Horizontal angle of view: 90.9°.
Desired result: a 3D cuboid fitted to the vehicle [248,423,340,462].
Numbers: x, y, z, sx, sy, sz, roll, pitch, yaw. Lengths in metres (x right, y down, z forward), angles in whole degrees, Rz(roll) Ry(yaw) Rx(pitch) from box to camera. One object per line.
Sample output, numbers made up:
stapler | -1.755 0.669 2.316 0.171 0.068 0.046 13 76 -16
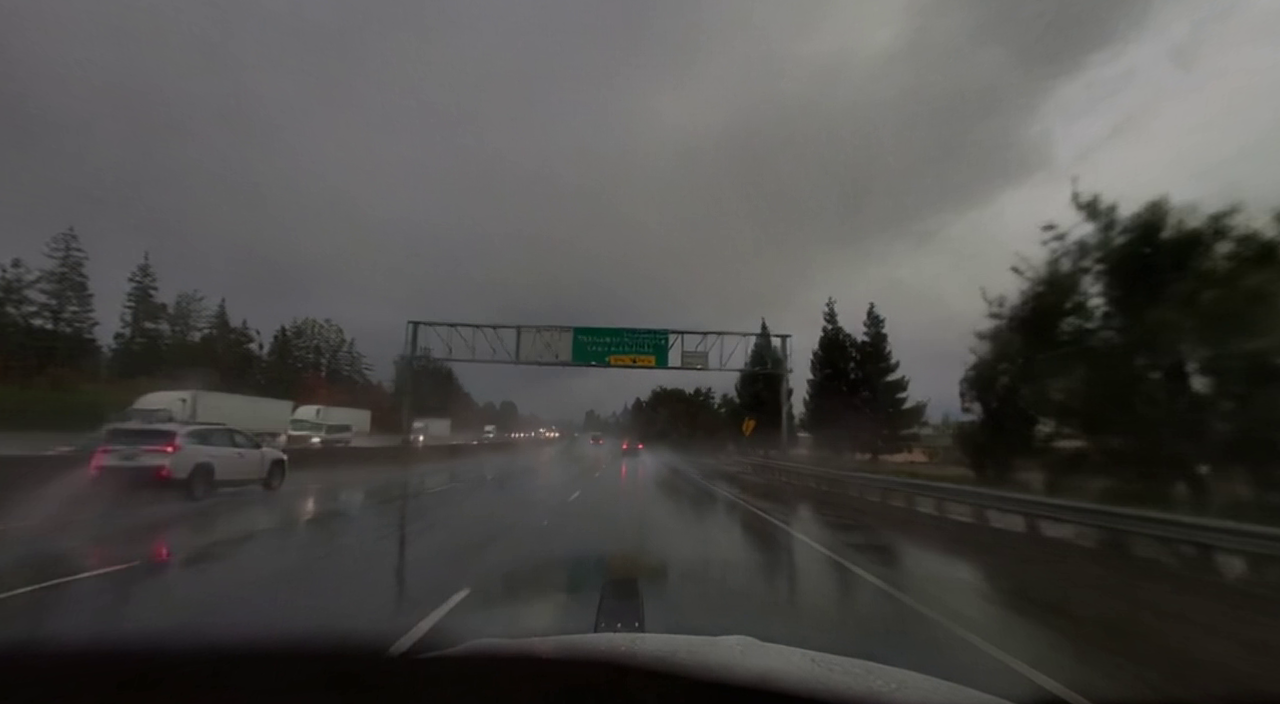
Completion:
vehicle | -17.696 4.654 32.588 2.177 1.876 4.674 0 -8 -1

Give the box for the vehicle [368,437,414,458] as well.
vehicle | -18.221 6.959 46.305 1.830 1.457 3.972 0 -8 -1

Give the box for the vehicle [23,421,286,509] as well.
vehicle | -10.549 2.471 14.380 2.197 1.654 4.823 0 -8 -1
